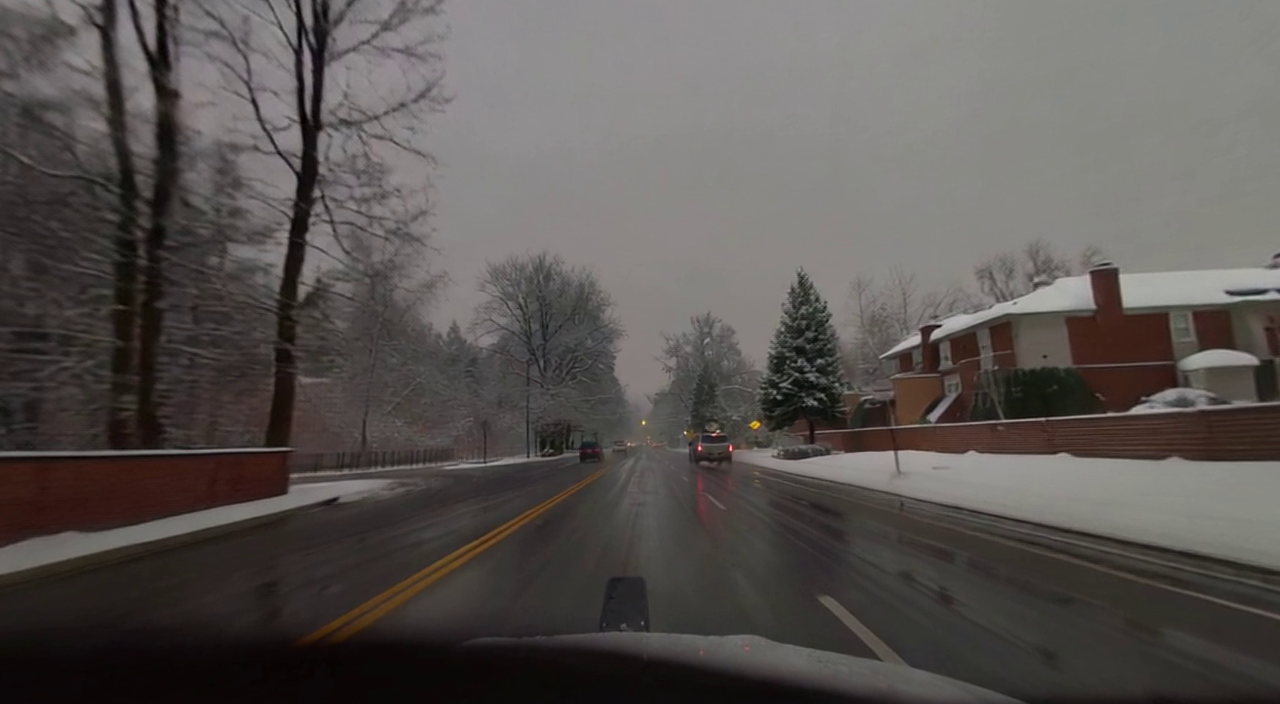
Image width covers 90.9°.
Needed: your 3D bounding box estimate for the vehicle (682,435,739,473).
[{"bbox_3d":[3.432,5.076,31.621,2.321,1.695,5.037,0,-8,1],"label":"vehicle"}]
